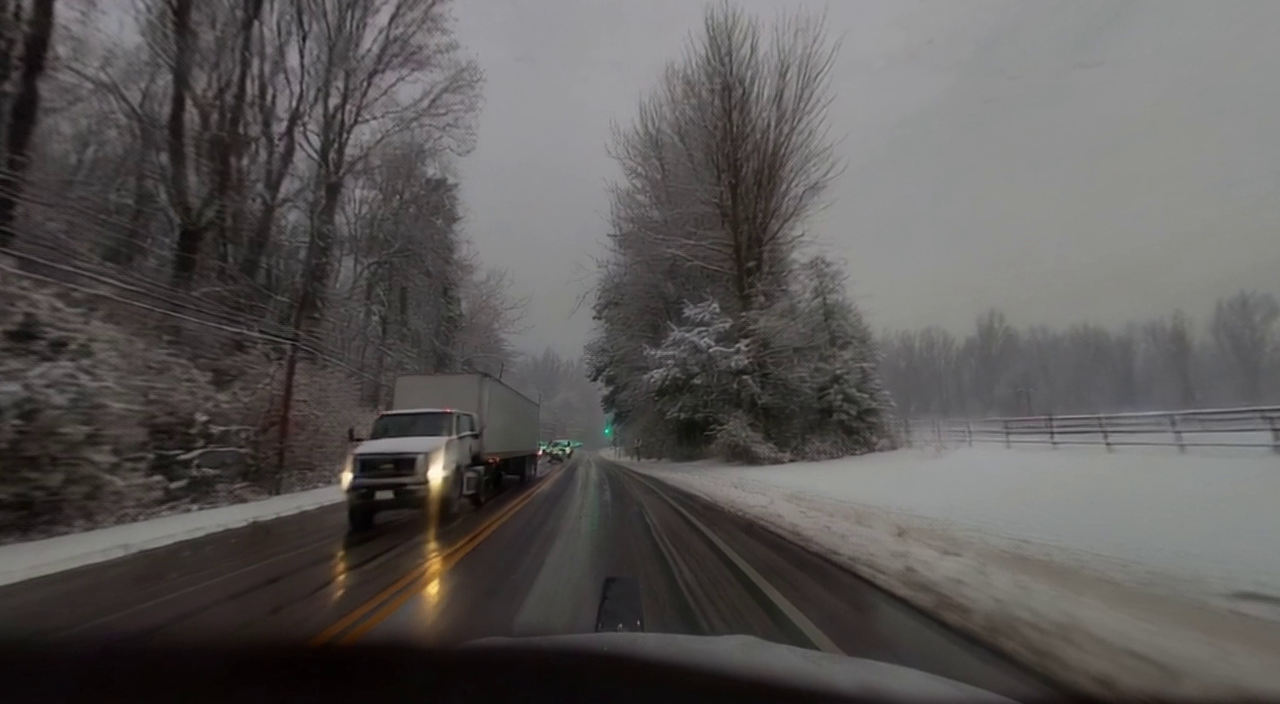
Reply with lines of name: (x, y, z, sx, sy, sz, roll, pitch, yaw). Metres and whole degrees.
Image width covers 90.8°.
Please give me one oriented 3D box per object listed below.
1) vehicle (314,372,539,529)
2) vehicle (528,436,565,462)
vehicle: (-4.191, 2.252, 14.821, 2.939, 2.556, 8.664, 1, -8, -5)
vehicle: (-6.526, 6.841, 44.578, 2.096, 1.705, 4.352, 0, -8, -2)
